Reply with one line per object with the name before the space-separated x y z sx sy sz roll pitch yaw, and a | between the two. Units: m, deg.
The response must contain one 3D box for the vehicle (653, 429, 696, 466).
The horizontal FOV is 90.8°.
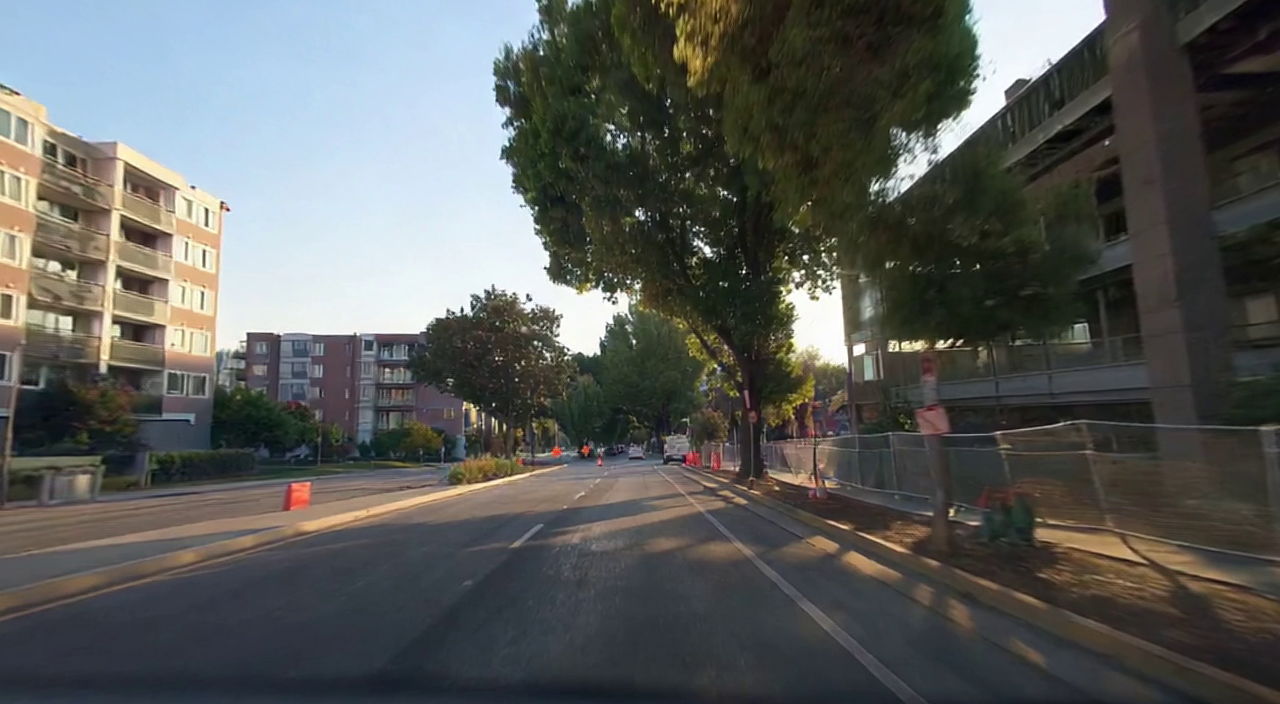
vehicle | 2.609 7.327 48.614 2.849 2.686 3.176 -1 -8 -5
